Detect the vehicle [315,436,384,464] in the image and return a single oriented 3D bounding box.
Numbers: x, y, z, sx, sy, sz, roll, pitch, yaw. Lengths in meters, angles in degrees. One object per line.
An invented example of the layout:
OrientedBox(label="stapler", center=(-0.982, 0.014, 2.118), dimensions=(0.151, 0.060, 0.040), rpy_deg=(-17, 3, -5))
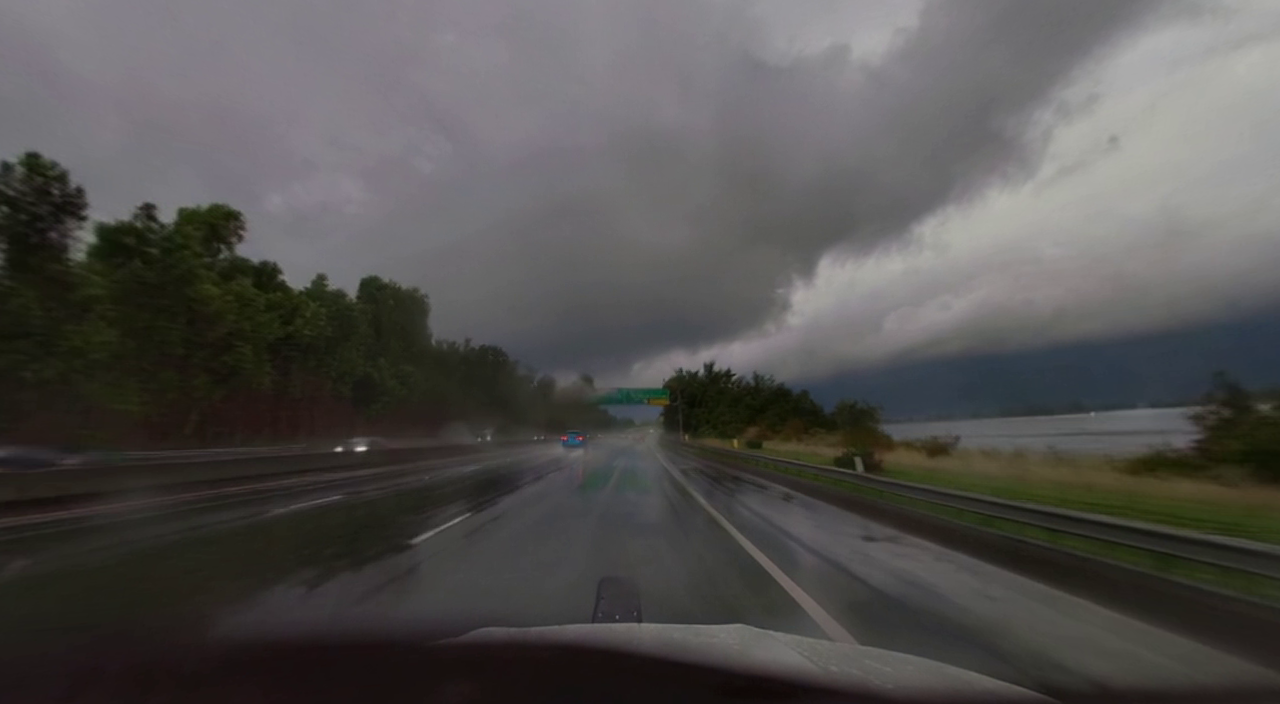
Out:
OrientedBox(label="vehicle", center=(-16.587, 5.608, 36.222), dimensions=(1.863, 1.482, 4.336), rpy_deg=(0, -7, 0))

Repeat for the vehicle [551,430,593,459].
OrientedBox(label="vehicle", center=(-4.086, 5.645, 38.648), dimensions=(2.052, 1.626, 4.514), rpy_deg=(0, -8, 1))
